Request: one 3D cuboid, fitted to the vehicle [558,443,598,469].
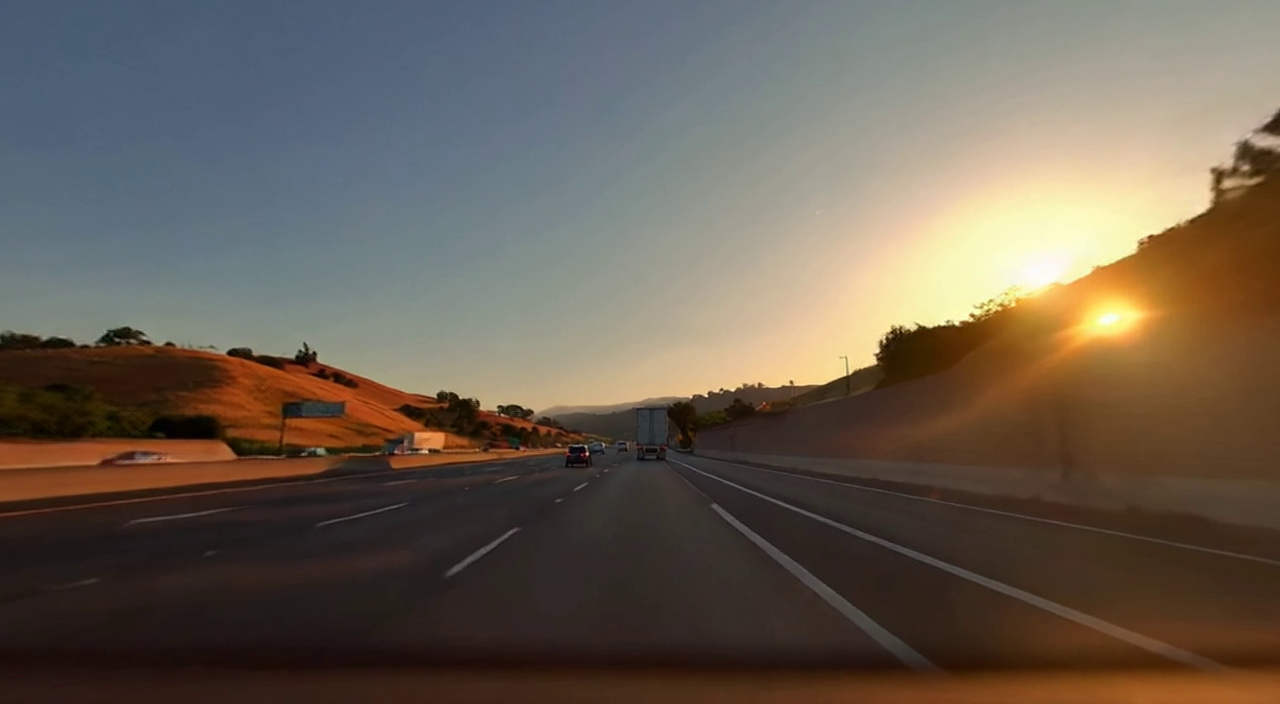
[{"bbox_3d":[-3.725,6.323,38.419,1.983,1.508,4.060,0,-9,1],"label":"vehicle"}]
